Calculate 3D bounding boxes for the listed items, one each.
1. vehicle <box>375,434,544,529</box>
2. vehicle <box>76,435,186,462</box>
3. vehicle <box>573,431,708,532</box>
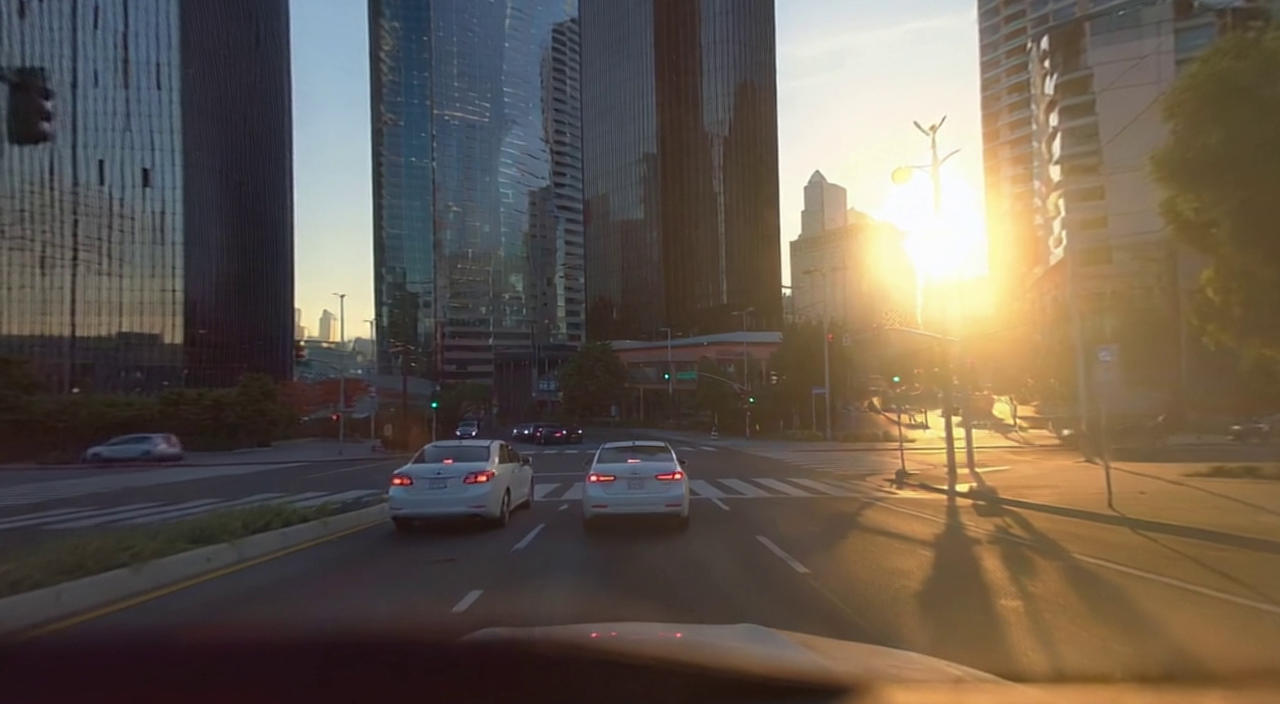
[{"bbox_3d":[-3.207,2.394,12.351,1.995,1.479,4.627,0,-8,-1],"label":"vehicle"},{"bbox_3d":[-29.938,5.687,37.308,4.533,1.520,1.887,2,-9,-14],"label":"vehicle"},{"bbox_3d":[-0.047,2.220,11.397,2.016,1.478,3.795,0,-8,-2],"label":"vehicle"}]
